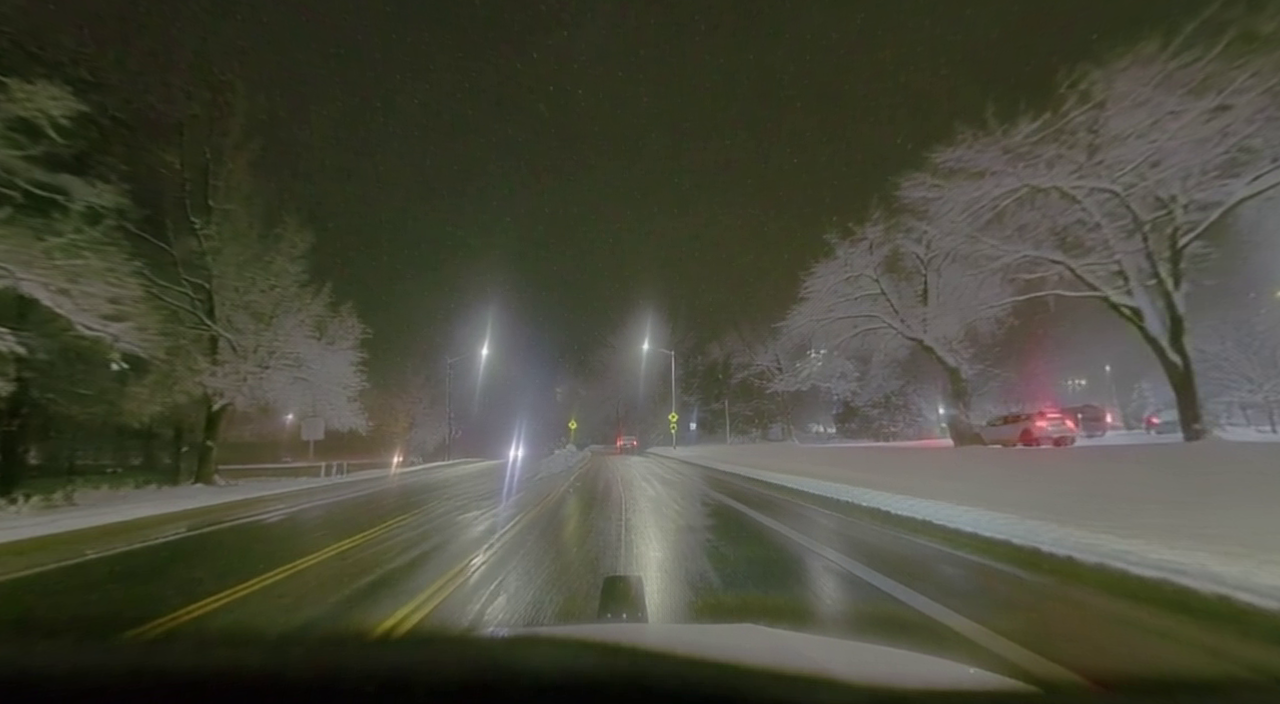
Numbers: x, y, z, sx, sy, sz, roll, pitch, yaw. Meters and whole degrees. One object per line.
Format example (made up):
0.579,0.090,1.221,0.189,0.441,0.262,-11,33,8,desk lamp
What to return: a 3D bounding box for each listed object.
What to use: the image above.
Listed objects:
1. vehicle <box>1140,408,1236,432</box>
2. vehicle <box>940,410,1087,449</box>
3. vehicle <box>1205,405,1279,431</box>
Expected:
42.576,5.334,49.050,5.184,1.740,1.973,-2,-8,12,vehicle
14.925,3.129,25.337,4.744,1.476,1.926,1,-8,-4,vehicle
39.516,4.315,40.995,1.823,1.489,4.541,-1,-8,9,vehicle
